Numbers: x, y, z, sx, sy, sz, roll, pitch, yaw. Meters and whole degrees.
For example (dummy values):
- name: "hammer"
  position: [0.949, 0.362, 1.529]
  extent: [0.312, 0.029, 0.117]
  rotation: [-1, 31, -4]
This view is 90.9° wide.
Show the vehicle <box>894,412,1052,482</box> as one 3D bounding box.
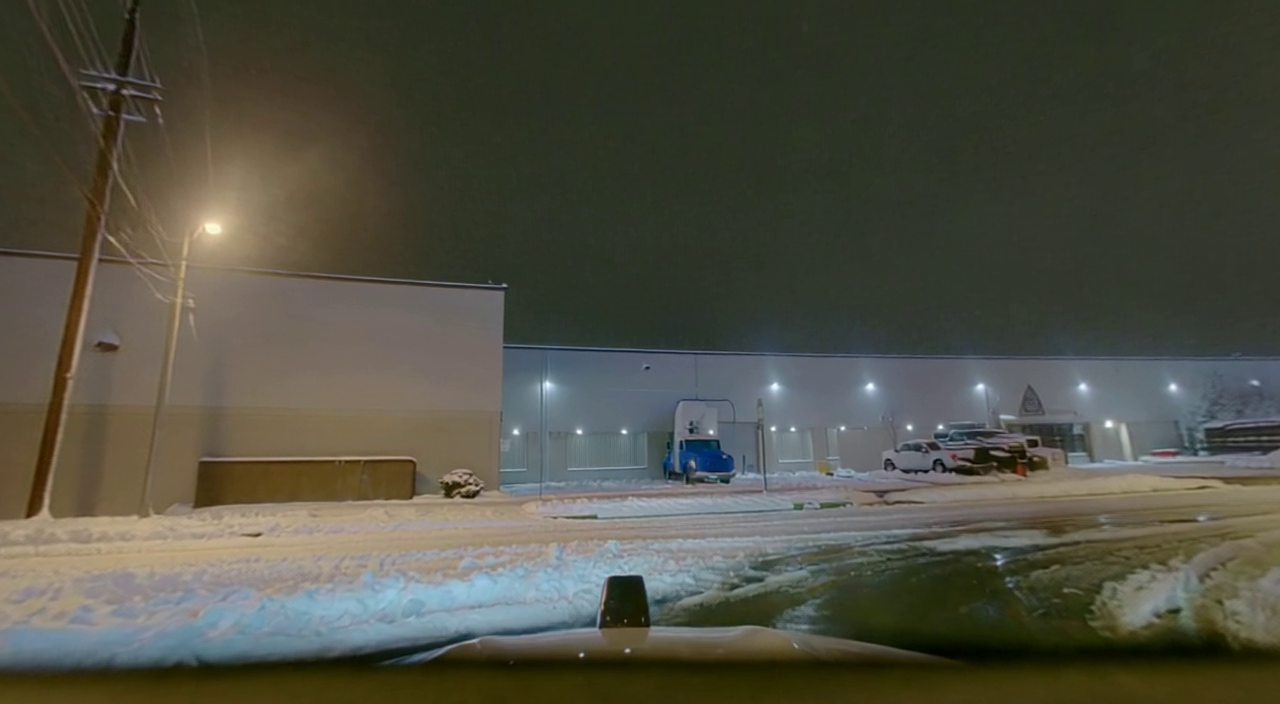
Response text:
- name: "vehicle"
  position: [16.533, 4.801, 31.638]
  extent: [6.271, 3.004, 2.298]
  rotation: [-4, -11, 3]

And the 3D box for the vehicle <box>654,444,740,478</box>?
- name: "vehicle"
  position: [3.641, 7.015, 40.847]
  extent: [5.207, 2.103, 1.997]
  rotation: [1, -8, -6]
